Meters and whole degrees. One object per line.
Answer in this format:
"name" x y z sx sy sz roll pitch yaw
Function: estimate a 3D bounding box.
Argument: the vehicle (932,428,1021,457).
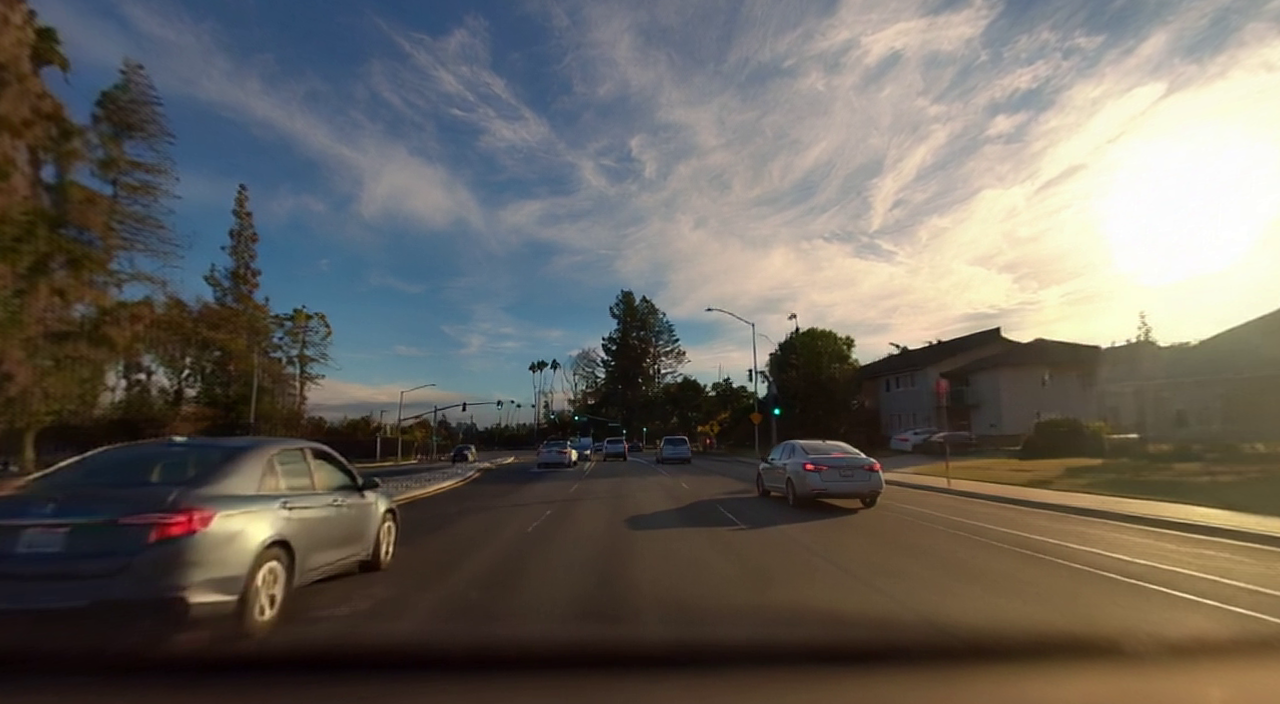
"vehicle" 19.126 5.120 35.932 4.372 1.425 1.833 0 -8 -19

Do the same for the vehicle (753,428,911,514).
"vehicle" 3.773 2.406 13.263 1.870 1.491 4.009 0 -8 -3

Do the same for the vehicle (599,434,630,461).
"vehicle" -1.961 7.199 47.702 2.164 1.867 4.254 1 -8 -5

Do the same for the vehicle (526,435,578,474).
"vehicle" -3.826 4.504 27.960 1.922 1.577 4.140 0 -8 -3

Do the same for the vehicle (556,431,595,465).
"vehicle" -4.107 6.203 40.956 2.354 1.948 6.355 1 -8 -5

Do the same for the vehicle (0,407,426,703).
"vehicle" -3.473 1.329 5.326 1.924 1.473 4.200 0 -8 -1

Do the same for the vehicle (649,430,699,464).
"vehicle" 2.020 5.962 39.814 2.391 1.960 5.600 1 -8 -4
